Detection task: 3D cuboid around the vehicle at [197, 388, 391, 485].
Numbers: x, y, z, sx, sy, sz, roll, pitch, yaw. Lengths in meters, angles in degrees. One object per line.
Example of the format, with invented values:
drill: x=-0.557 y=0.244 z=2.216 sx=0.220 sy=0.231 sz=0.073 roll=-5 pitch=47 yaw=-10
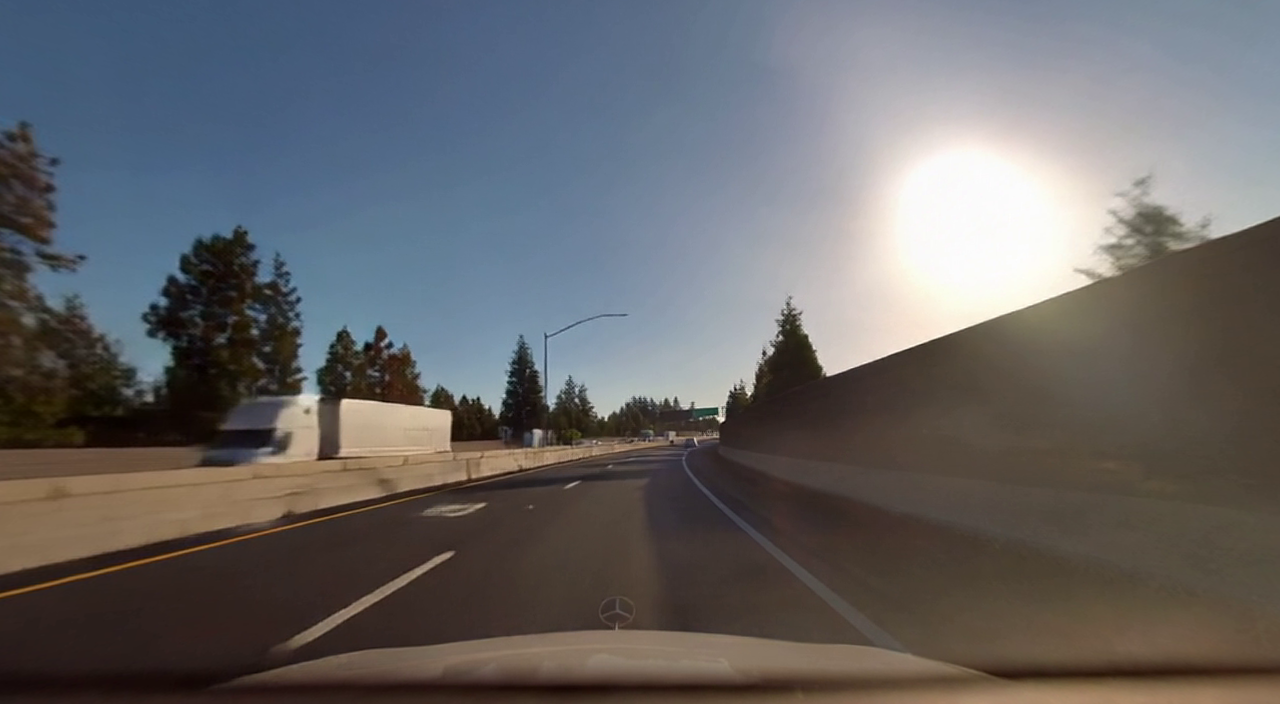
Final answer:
vehicle: x=-15.964 y=4.136 z=30.591 sx=2.928 sy=3.840 sz=10.839 roll=-1 pitch=-8 yaw=2
